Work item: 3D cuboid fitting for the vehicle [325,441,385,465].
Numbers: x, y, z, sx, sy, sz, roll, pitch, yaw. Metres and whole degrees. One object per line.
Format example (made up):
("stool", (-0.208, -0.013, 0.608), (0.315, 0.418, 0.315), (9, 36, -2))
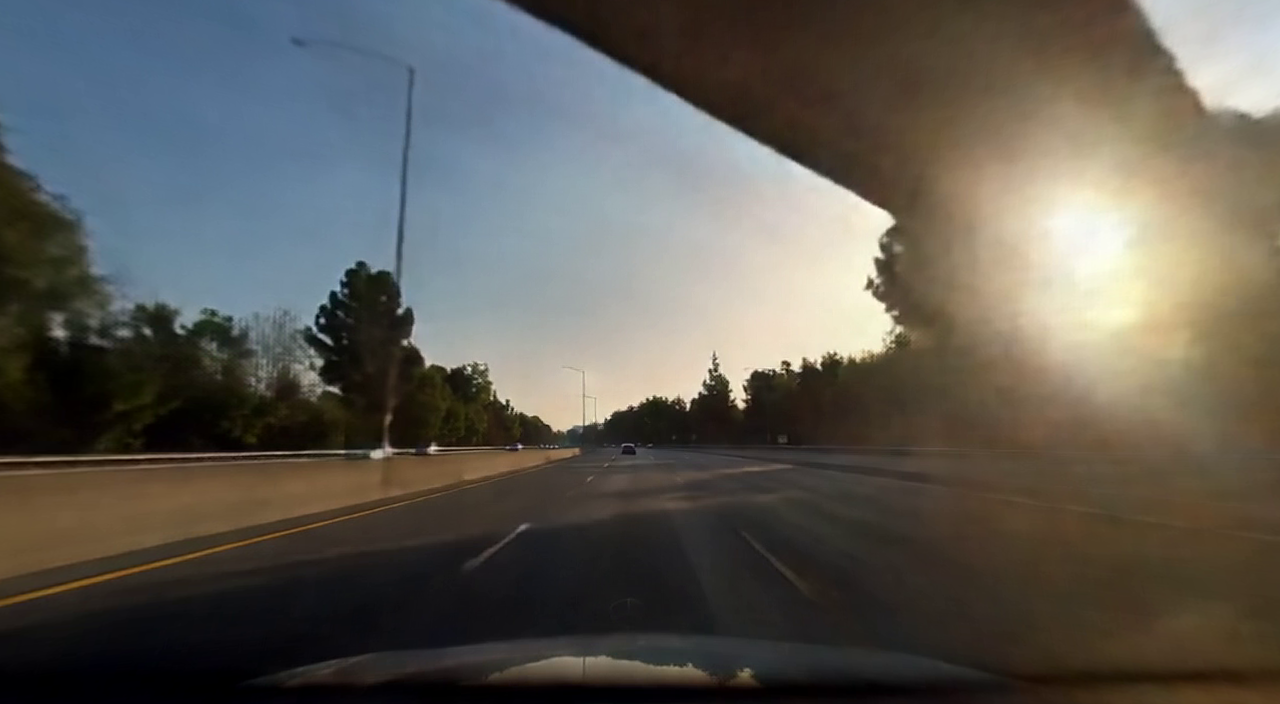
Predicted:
("vehicle", (-18.560, 6.583, 41.290), (1.819, 1.451, 4.533), (0, -8, 0))
